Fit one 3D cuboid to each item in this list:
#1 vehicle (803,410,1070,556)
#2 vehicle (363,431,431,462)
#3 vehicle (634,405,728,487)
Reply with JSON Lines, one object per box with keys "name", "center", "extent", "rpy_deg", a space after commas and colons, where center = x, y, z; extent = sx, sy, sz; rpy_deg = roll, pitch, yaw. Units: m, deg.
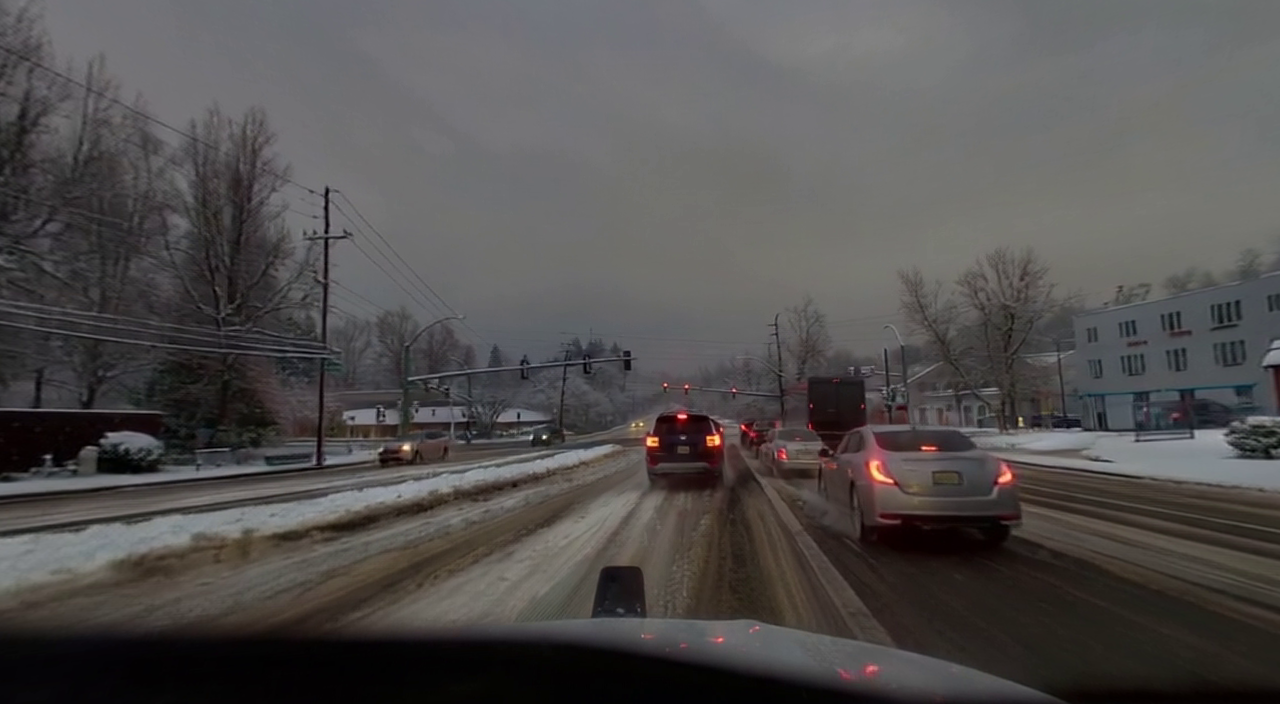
{"name": "vehicle", "center": [3.700, 1.723, 8.981], "extent": [2.109, 1.500, 4.585], "rpy_deg": [-1, -9, 8]}
{"name": "vehicle", "center": [-14.463, 5.663, 37.774], "extent": [1.950, 1.713, 4.406], "rpy_deg": [-1, -9, 6]}
{"name": "vehicle", "center": [1.246, 2.550, 17.028], "extent": [2.188, 1.892, 4.488], "rpy_deg": [-1, -9, 8]}
